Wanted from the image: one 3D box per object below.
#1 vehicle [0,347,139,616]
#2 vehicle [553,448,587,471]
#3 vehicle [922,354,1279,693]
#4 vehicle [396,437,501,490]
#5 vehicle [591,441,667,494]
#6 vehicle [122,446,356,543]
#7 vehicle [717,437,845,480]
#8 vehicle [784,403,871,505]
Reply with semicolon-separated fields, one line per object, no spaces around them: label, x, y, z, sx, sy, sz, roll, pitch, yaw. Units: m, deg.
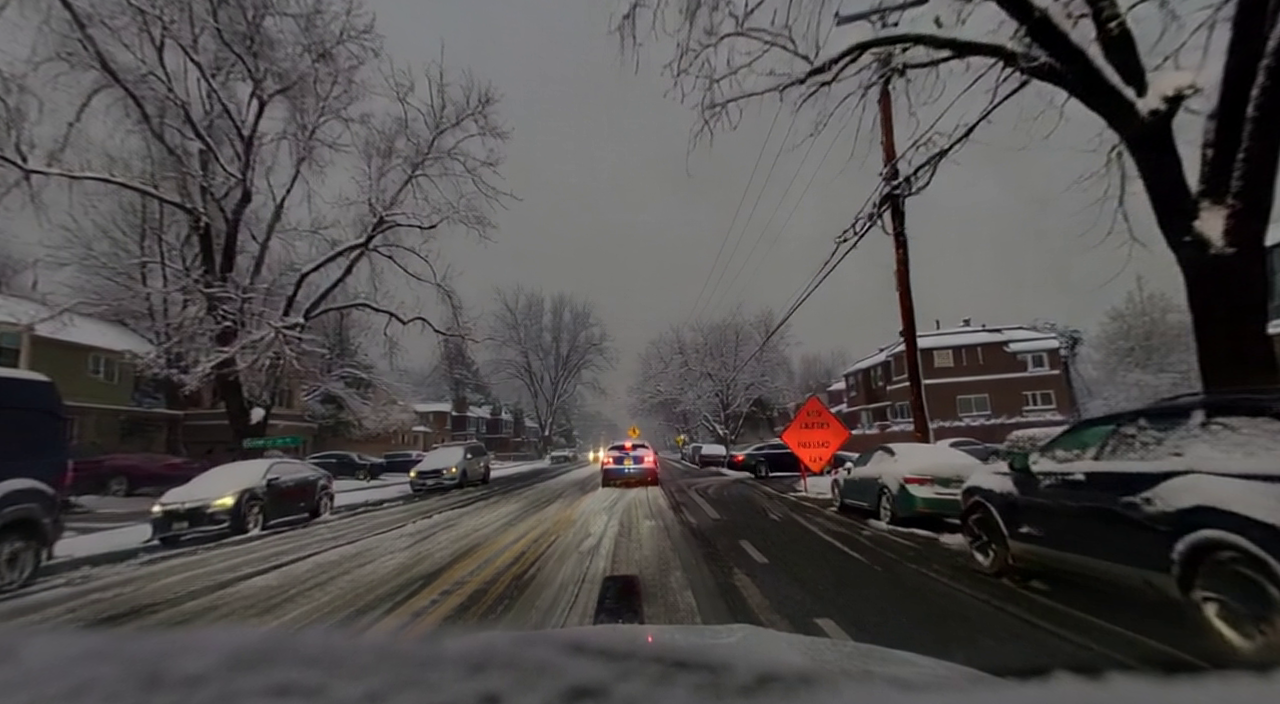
vehicle;-7.620;1.194;5.636;2.526;2.631;4.228;0;-9;3
vehicle;-5.106;7.697;45.311;1.997;1.464;4.925;2;-9;-11
vehicle;4.837;1.220;5.135;2.279;1.946;5.925;0;-9;0
vehicle;-8.174;4.829;27.694;2.659;2.047;6.014;0;-9;1
vehicle;-0.281;3.606;20.025;2.151;1.481;4.084;0;-9;1
vehicle;-8.056;2.844;13.313;2.036;1.676;4.440;0;-9;-1
vehicle;6.497;4.860;28.989;5.503;1.853;2.218;-3;-9;17
vehicle;5.235;2.868;17.895;1.409;2.648;2.645;0;-8;-4
